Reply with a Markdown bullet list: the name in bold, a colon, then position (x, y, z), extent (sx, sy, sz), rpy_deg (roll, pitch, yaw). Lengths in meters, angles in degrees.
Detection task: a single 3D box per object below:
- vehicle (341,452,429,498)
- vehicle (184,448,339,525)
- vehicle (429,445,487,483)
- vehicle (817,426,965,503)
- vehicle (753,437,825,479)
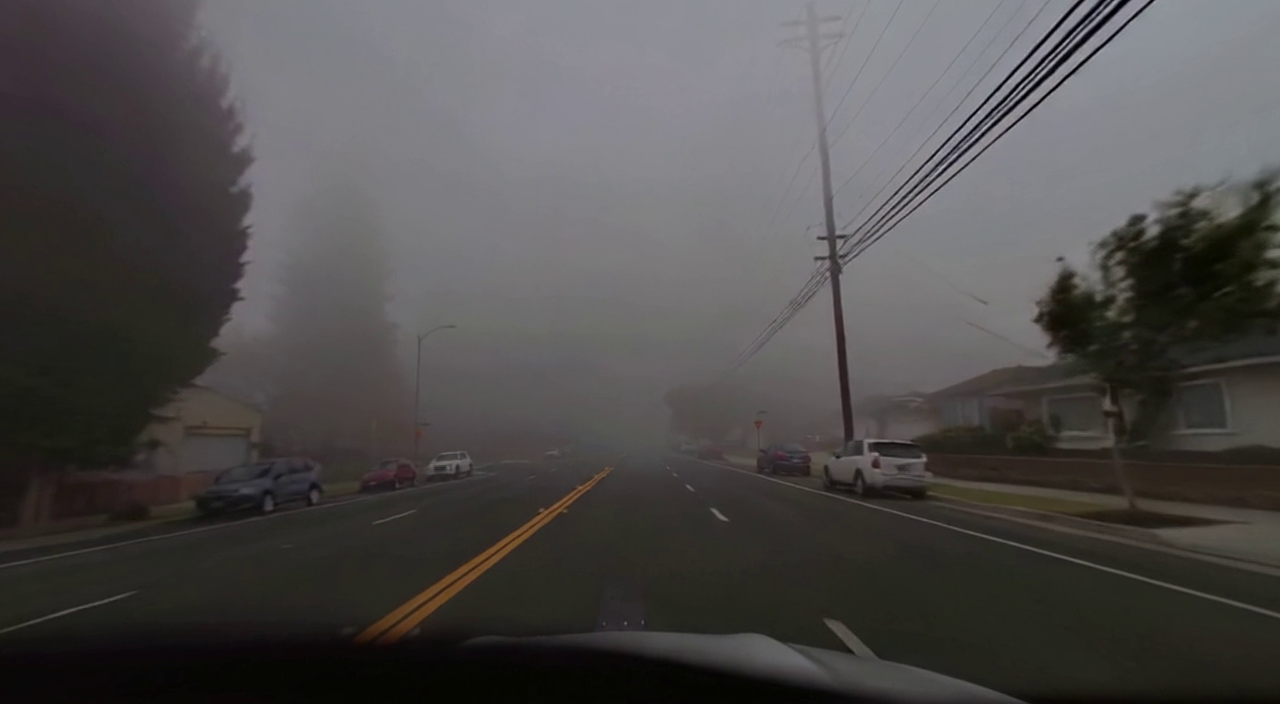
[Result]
- **vehicle**: position (-10.546, 5.059, 26.398), extent (1.932, 1.472, 4.516), rpy_deg (-3, -7, -2)
- **vehicle**: position (-10.398, 3.661, 17.776), extent (1.974, 1.696, 4.336), rpy_deg (-3, -8, -4)
- **vehicle**: position (-10.342, 6.324, 36.060), extent (1.984, 1.762, 4.266), rpy_deg (-4, -7, 0)
- **vehicle**: position (6.788, 3.101, 17.775), extent (2.128, 1.823, 4.834), rpy_deg (-1, -9, 0)
- **vehicle**: position (6.826, 4.905, 29.411), extent (2.194, 1.741, 4.800), rpy_deg (-1, -9, 0)
